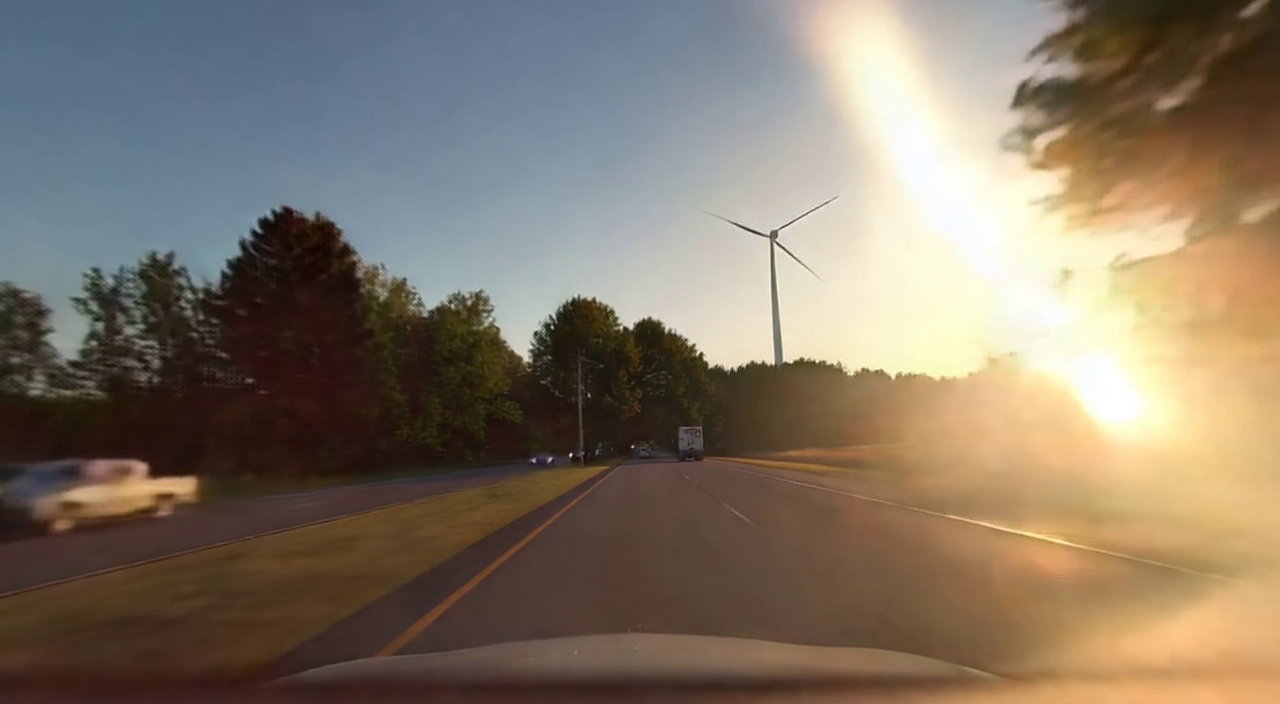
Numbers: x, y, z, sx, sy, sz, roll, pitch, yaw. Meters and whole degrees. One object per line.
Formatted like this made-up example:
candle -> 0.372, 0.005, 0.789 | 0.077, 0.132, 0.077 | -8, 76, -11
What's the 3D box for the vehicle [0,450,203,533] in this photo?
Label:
vehicle -> -15.243, 3.807, 17.898 | 2.094, 1.999, 4.762 | -1, -9, 1
